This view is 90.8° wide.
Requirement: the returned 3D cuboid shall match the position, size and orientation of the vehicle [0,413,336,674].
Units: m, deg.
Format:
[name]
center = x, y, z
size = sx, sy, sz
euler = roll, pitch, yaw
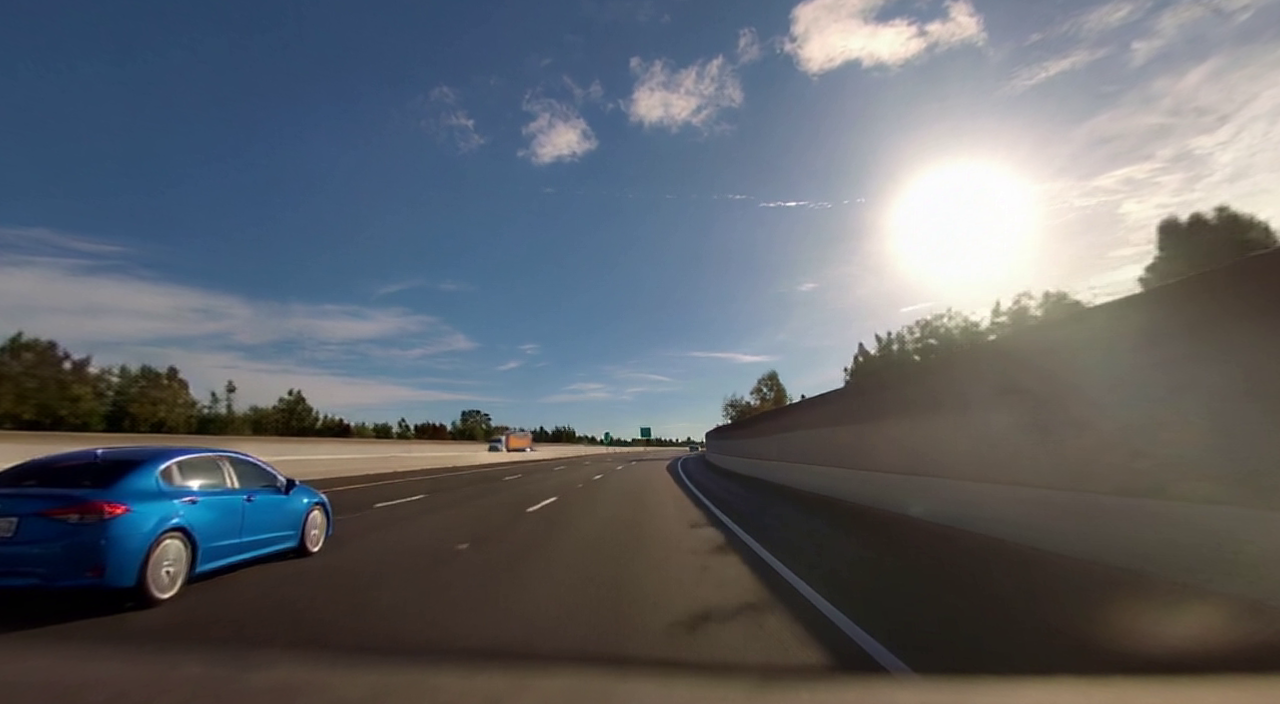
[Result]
[vehicle]
center = -4.624, 1.401, 5.611
size = 1.928, 1.504, 3.745
euler = 0, -9, 0
